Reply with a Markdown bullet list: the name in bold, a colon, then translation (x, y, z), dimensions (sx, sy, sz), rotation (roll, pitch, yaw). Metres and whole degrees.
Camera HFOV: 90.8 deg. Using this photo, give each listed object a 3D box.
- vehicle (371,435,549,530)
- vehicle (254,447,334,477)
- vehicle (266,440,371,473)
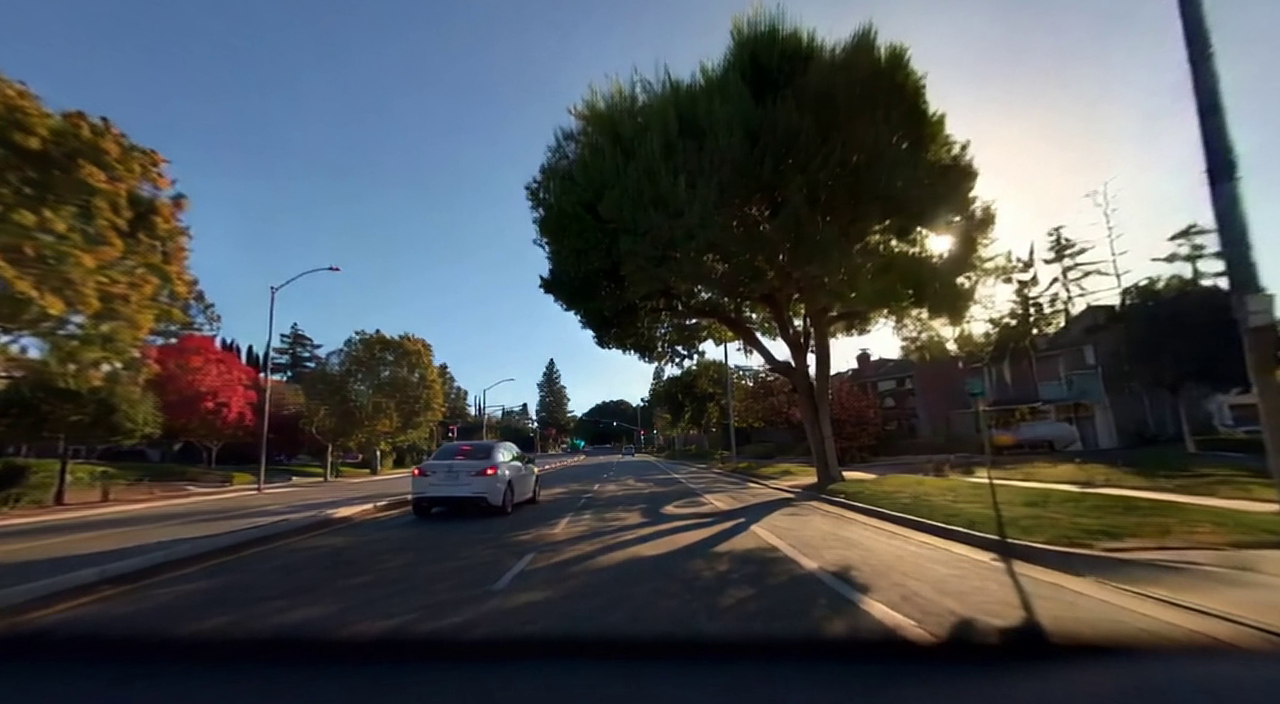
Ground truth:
- **vehicle**: translation (-3.163, 2.389, 12.170), dimensions (2.113, 1.493, 4.222), rotation (0, -9, 1)
- **vehicle**: translation (-20.069, 6.392, 36.744), dimensions (3.670, 1.486, 1.735), rotation (-3, -10, -3)
- **vehicle**: translation (-20.207, 6.598, 39.921), dimensions (5.385, 1.975, 2.195), rotation (0, -9, -1)
